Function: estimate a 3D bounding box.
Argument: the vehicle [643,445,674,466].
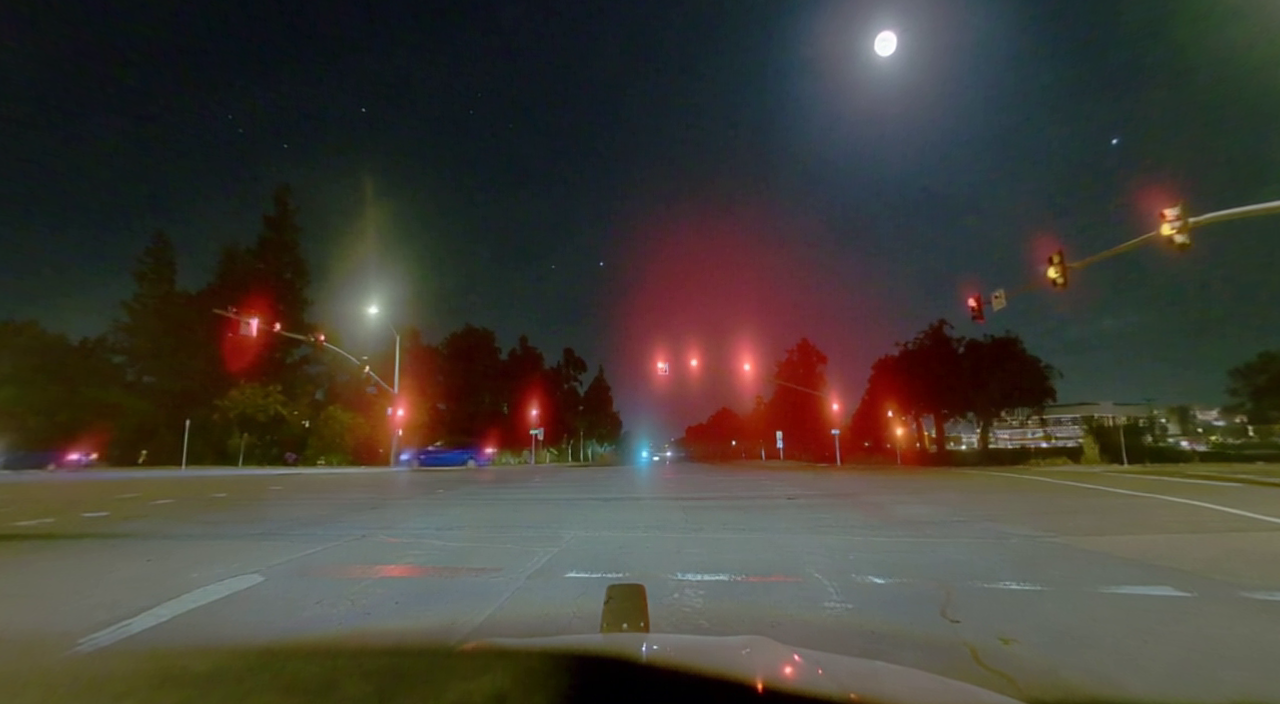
[{"bbox_3d":[1.291,7.634,46.469,2.132,1.449,4.235,0,-9,0],"label":"vehicle"}]

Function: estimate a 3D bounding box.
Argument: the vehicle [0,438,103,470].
[{"bbox_3d":[-30.610,5.191,32.114,4.735,1.588,1.877,0,-9,1],"label":"vehicle"}]

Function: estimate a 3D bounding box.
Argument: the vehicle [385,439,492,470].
[{"bbox_3d":[-9.995,5.115,31.503,4.681,1.465,1.820,0,-9,2],"label":"vehicle"}]
